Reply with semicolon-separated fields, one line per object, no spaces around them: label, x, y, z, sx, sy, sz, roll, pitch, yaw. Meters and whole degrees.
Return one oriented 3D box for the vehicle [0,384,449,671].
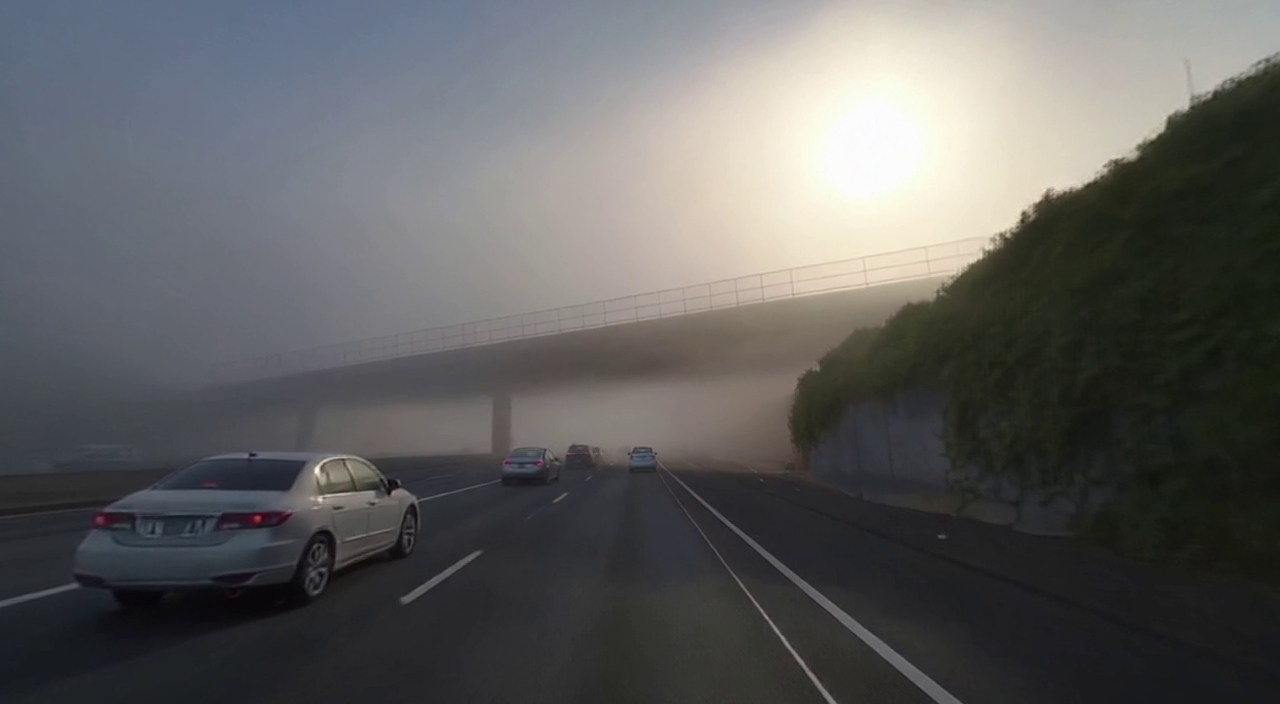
vehicle;-3.685;1.401;6.188;2.161;1.759;4.482;0;-8;0

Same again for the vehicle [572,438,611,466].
vehicle;-3.304;6.877;43.499;2.237;1.841;4.683;0;-8;1

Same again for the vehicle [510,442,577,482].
vehicle;-3.879;4.478;25.945;1.997;1.490;4.471;0;-8;1

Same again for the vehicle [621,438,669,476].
vehicle;0.232;5.026;30.429;2.160;1.678;4.178;0;-8;0
